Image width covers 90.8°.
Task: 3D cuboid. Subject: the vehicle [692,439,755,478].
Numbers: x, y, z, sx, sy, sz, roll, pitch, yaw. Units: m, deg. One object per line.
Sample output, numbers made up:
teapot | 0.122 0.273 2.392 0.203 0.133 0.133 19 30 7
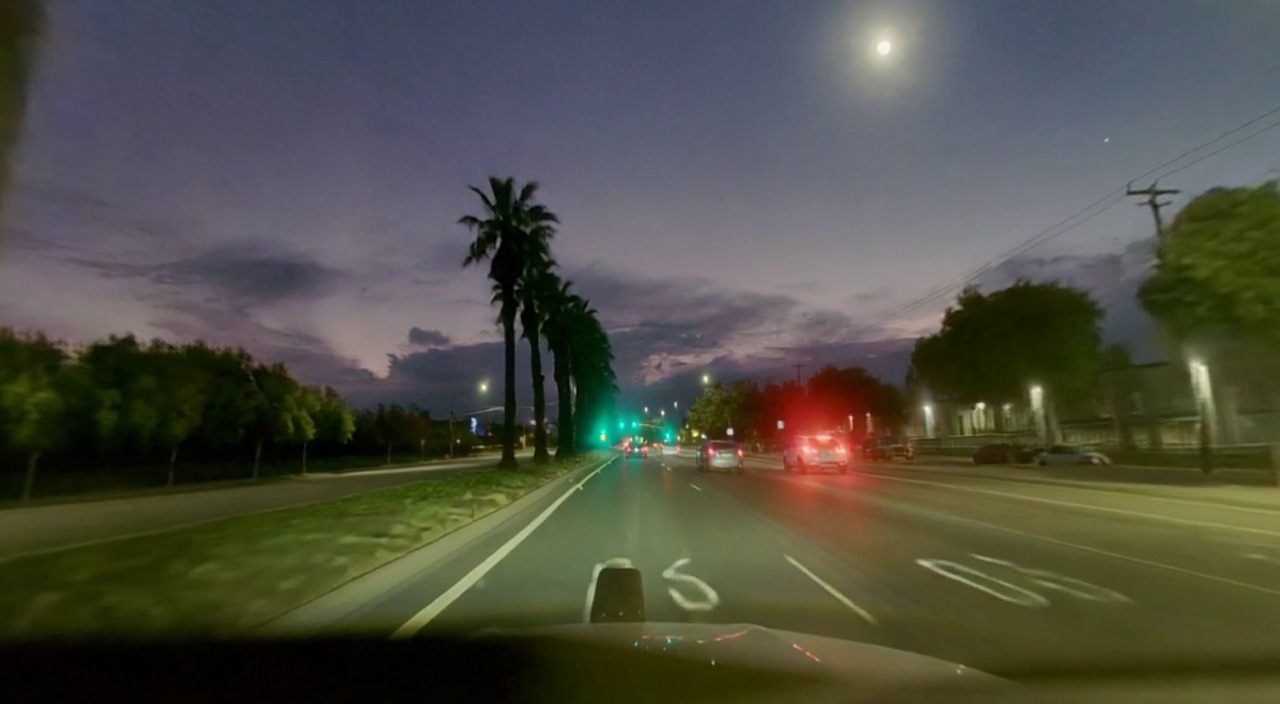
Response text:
vehicle | 3.353 4.366 26.231 1.875 1.452 4.453 1 -8 -2

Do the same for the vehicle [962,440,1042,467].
vehicle | 20.954 5.884 36.793 1.844 1.464 4.546 1 -8 -2

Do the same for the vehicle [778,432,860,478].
vehicle | 6.984 4.047 25.111 1.916 1.646 4.258 0 -8 -1

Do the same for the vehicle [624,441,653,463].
vehicle | -0.131 7.257 45.999 2.031 1.444 4.361 0 -8 -1

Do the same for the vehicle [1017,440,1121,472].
vehicle | 20.972 5.078 31.147 1.852 1.448 4.601 0 -8 -1
